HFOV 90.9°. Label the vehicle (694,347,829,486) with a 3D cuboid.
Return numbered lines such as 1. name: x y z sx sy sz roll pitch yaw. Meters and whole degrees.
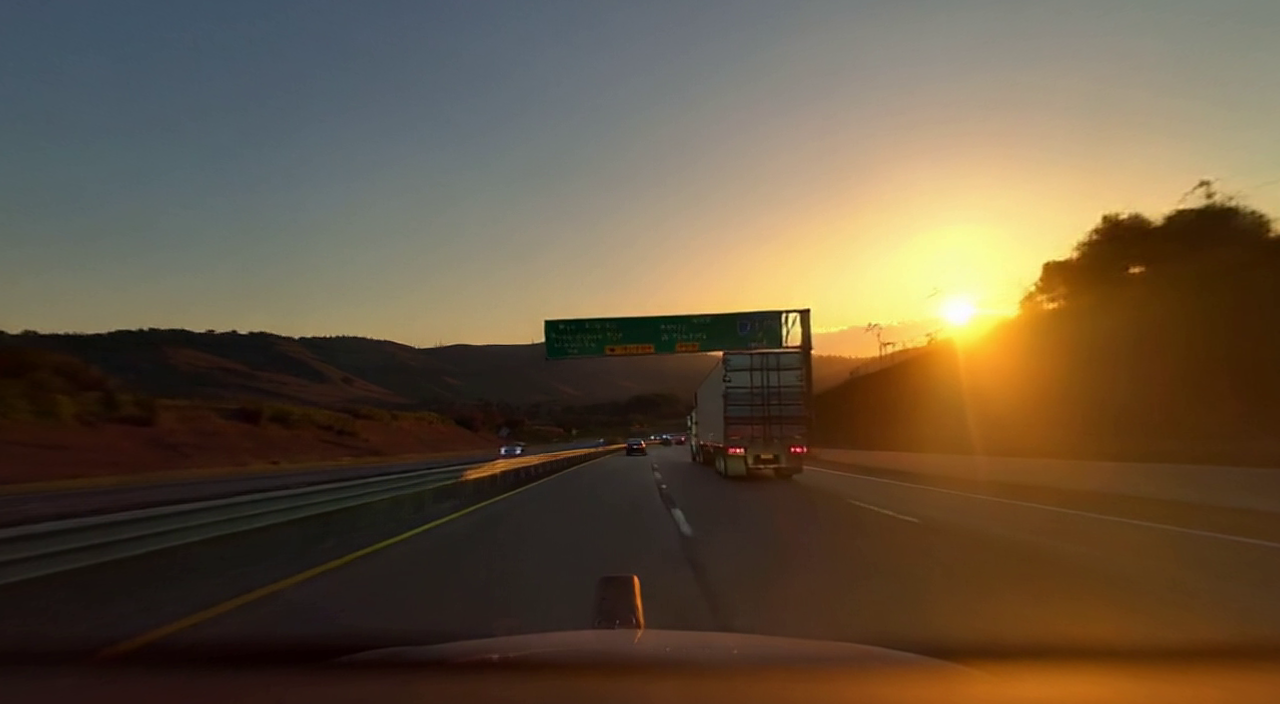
1. vehicle: 4.126 2.771 25.199 2.966 4.072 13.408 0 -8 1
